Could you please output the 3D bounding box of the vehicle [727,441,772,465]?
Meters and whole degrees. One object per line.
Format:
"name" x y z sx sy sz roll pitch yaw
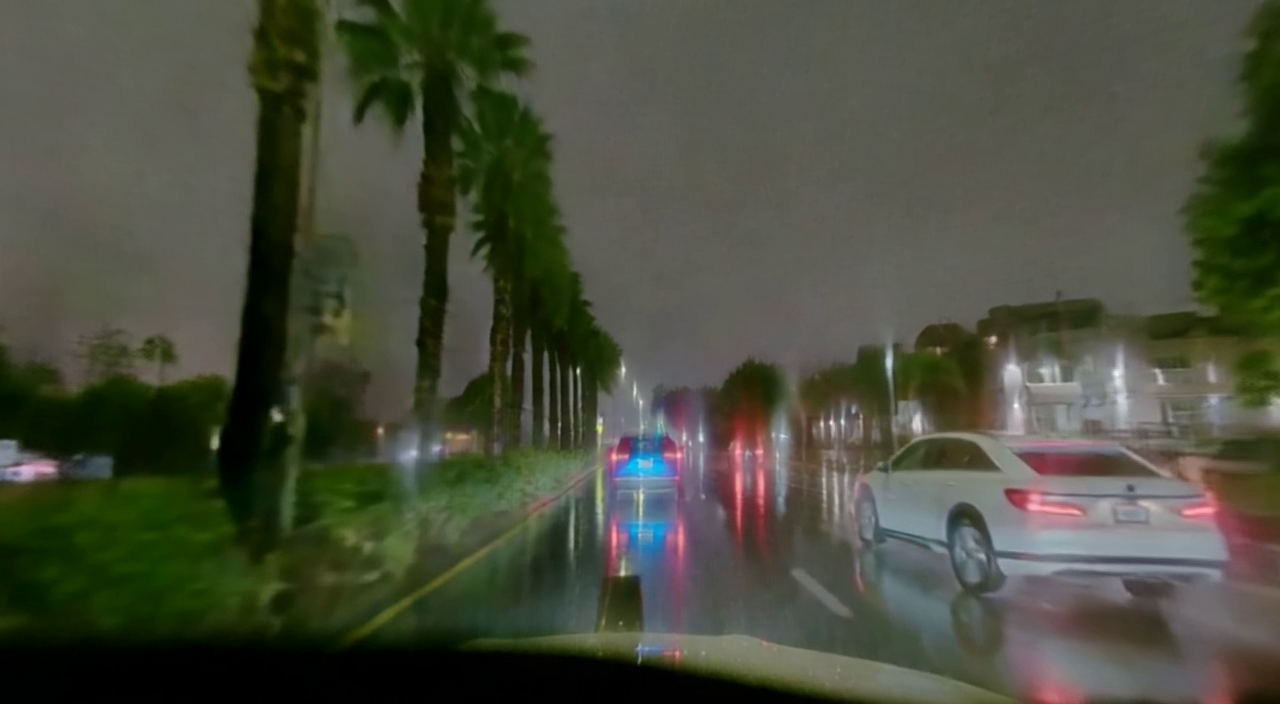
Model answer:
"vehicle" 6.841 6.349 39.919 1.930 1.457 4.267 0 -8 -2

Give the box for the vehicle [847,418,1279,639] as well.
"vehicle" 3.935 1.528 6.615 1.941 1.472 4.570 0 -8 -1

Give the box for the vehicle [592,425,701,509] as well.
"vehicle" 0.104 2.680 15.176 2.239 1.693 4.301 0 -8 -1
